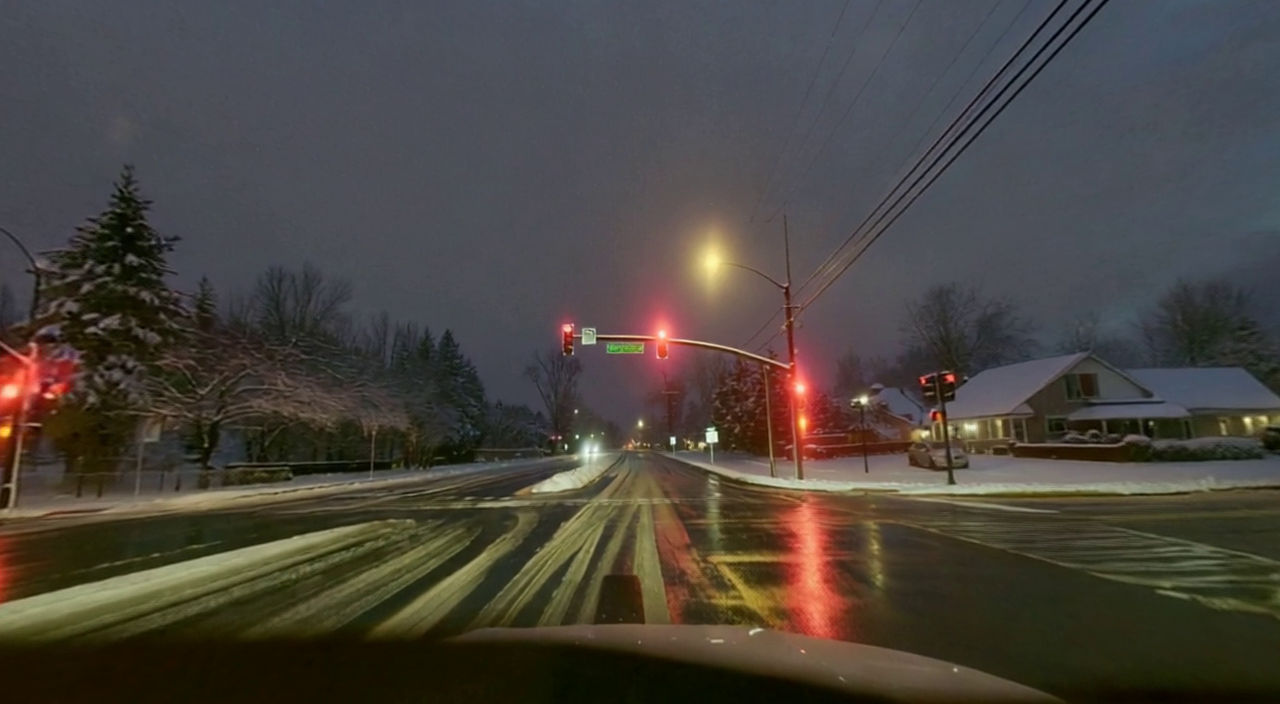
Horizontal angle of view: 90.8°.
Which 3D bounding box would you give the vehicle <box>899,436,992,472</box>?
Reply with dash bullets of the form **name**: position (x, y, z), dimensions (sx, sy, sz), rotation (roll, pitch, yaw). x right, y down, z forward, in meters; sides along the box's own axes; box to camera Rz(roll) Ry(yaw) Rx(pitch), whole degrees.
- **vehicle**: position (15.000, 5.045, 31.371), dimensions (1.959, 1.471, 4.570), rotation (-4, -9, -5)
